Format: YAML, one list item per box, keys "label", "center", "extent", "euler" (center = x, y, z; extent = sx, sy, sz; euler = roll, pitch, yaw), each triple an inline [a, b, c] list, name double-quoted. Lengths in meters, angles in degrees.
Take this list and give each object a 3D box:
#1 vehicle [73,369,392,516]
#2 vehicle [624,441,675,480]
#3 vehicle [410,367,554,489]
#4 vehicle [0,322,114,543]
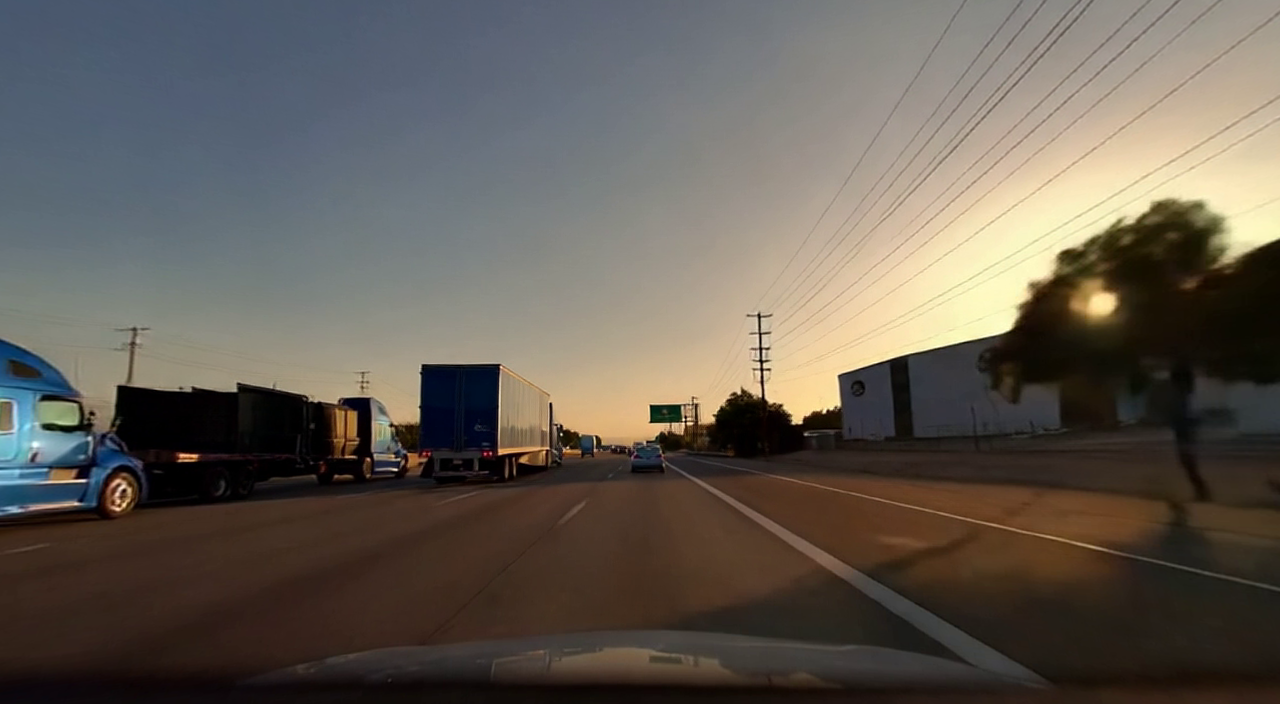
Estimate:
- label: "vehicle"
  center: [-10.569, 2.632, 18.287]
  extent: [2.896, 3.140, 9.491]
  euler: [0, -9, 0]
- label: "vehicle"
  center: [0.352, 4.662, 27.386]
  extent: [2.055, 1.514, 4.323]
  euler: [0, -8, -1]
- label: "vehicle"
  center: [-6.311, 3.660, 28.838]
  extent: [2.907, 4.081, 15.311]
  euler: [0, -9, -1]
- label: "vehicle"
  center: [-10.639, 0.898, 7.357]
  extent: [2.722, 3.172, 7.167]
  euler: [0, -9, 0]
